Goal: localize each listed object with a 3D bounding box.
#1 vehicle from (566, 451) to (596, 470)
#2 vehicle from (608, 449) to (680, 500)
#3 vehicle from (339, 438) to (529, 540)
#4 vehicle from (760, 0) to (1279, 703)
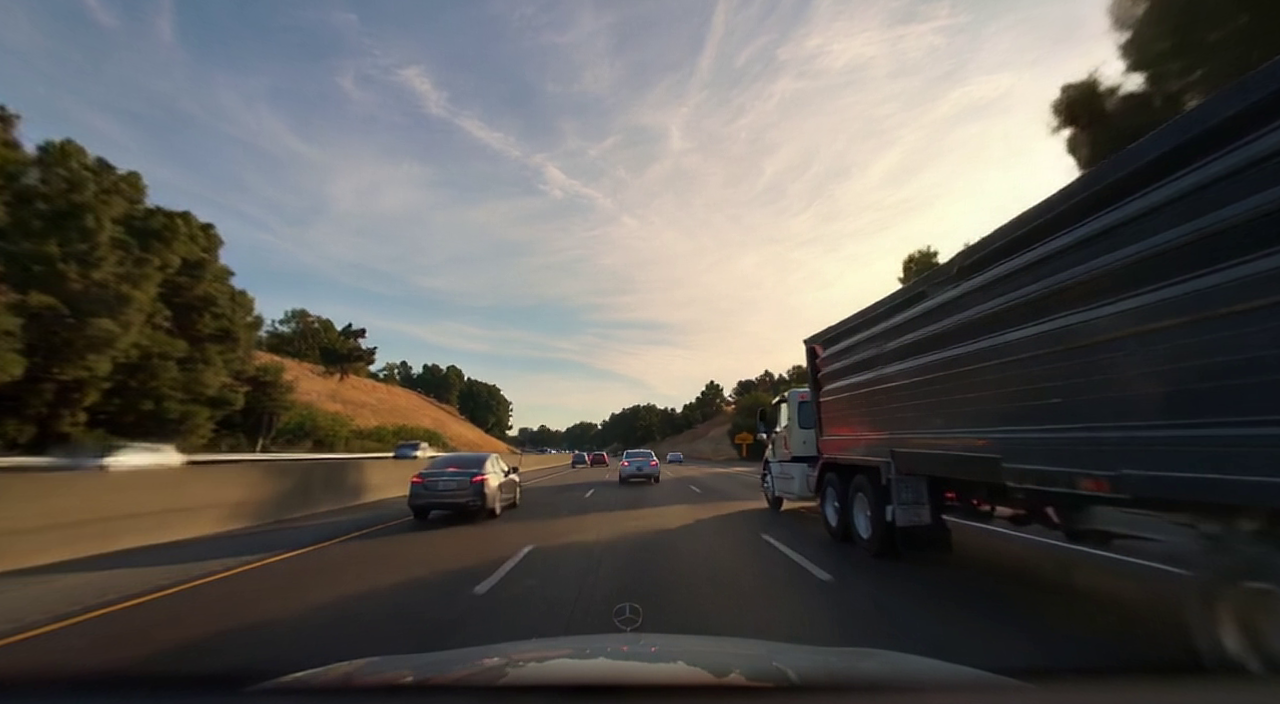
[{"bbox_3d":[-4.588,8.499,49.534,2.017,1.460,4.382,0,-9,-1],"label":"vehicle"},{"bbox_3d":[0.095,3.765,19.813,2.023,1.400,4.028,0,-9,-1],"label":"vehicle"},{"bbox_3d":[-3.629,2.504,12.161,2.153,1.581,4.375,0,-9,0],"label":"vehicle"},{"bbox_3d":[4.448,0.539,7.957,2.905,4.109,14.332,0,-9,0],"label":"vehicle"}]
